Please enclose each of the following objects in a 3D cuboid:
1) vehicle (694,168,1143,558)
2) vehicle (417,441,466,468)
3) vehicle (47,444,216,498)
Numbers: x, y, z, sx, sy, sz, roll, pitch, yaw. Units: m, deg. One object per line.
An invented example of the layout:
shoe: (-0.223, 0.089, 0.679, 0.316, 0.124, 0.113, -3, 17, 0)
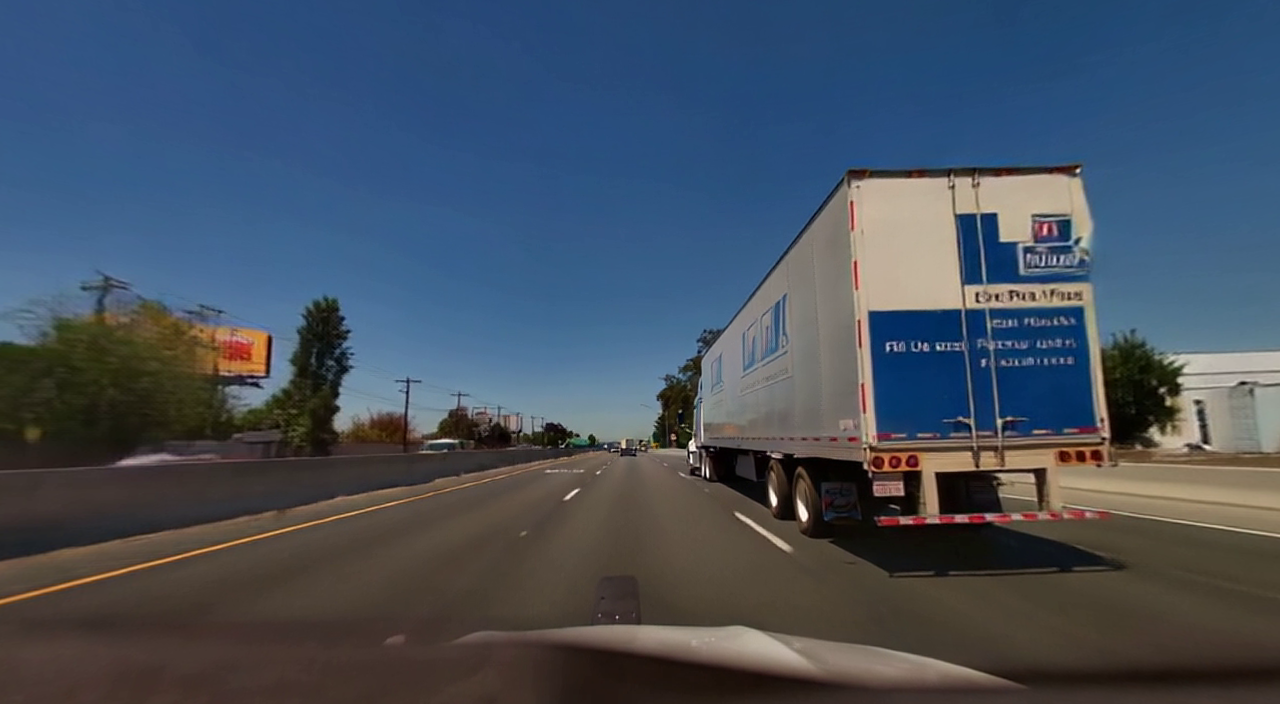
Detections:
vehicle: (3.737, 1.295, 15.549, 2.891, 4.387, 17.121, 0, -9, -2)
vehicle: (-10.633, 5.531, 34.105, 1.545, 1.371, 3.313, 0, -9, 0)
vehicle: (-14.848, 3.458, 18.769, 1.825, 1.400, 3.849, 0, -9, 0)
